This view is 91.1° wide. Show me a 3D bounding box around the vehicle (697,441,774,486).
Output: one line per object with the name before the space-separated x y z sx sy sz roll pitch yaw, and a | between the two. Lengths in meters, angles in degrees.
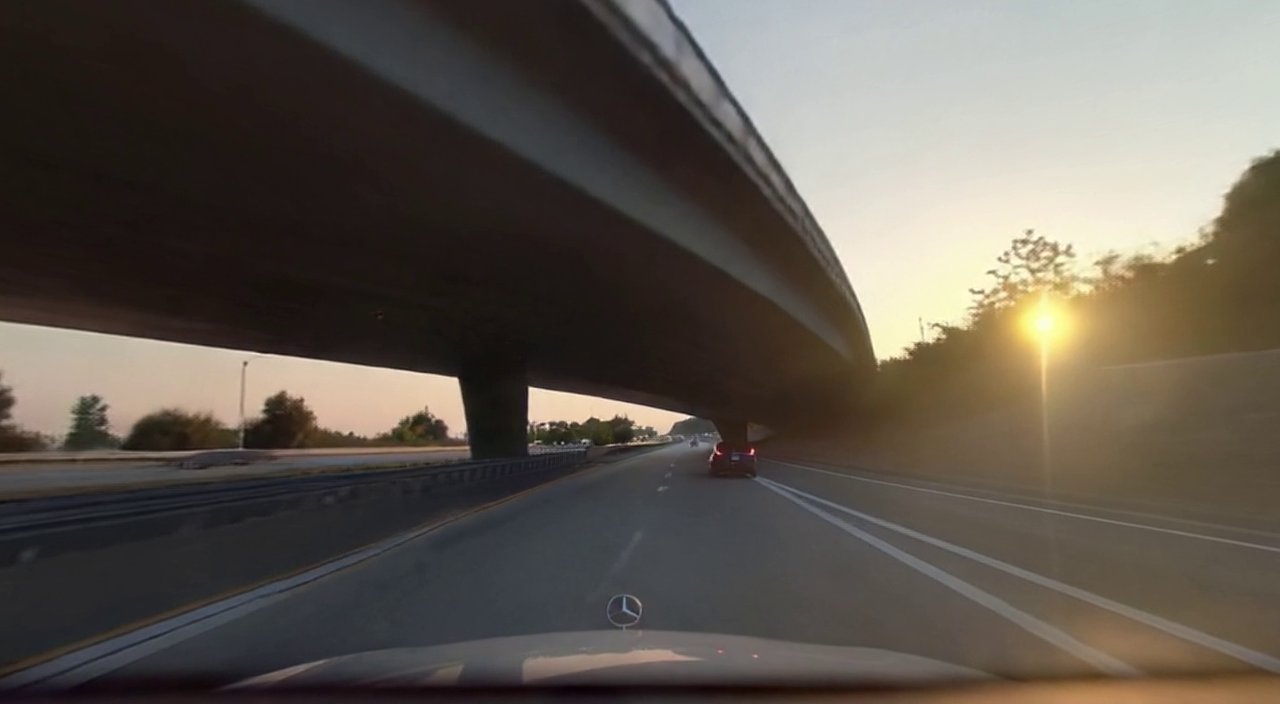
vehicle | 3.239 3.870 22.186 2.124 1.405 4.398 0 -8 1
